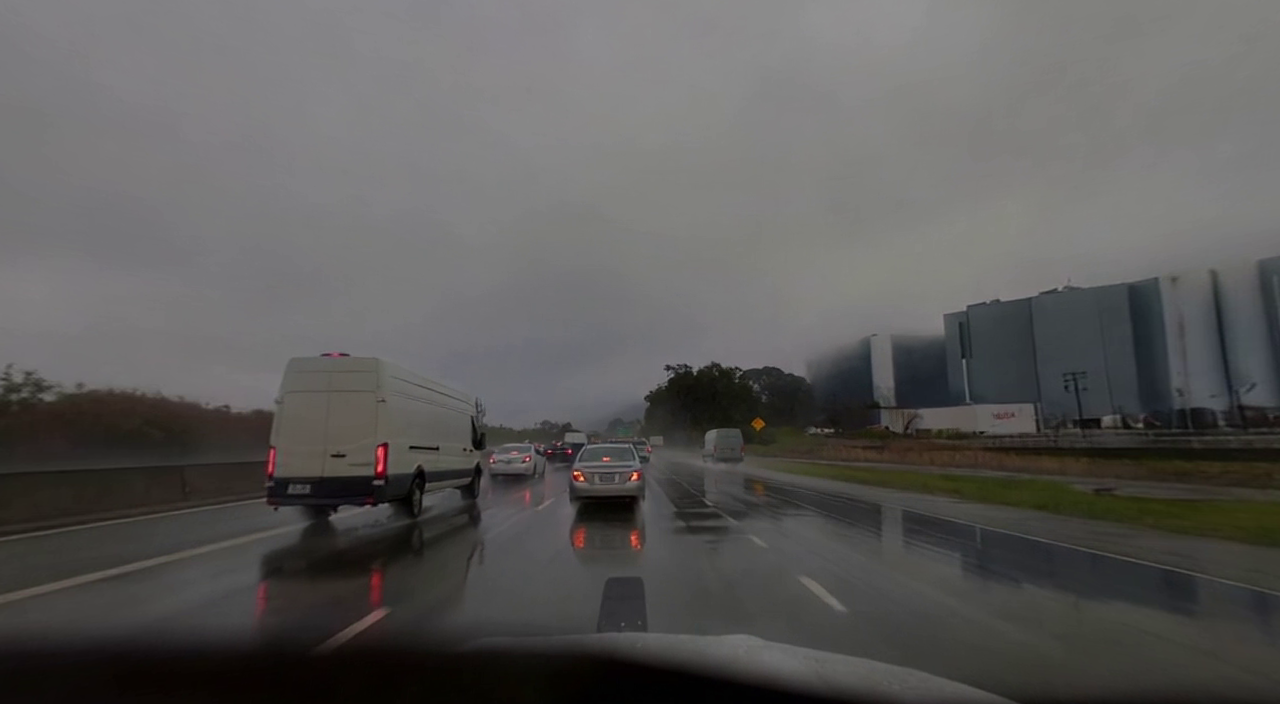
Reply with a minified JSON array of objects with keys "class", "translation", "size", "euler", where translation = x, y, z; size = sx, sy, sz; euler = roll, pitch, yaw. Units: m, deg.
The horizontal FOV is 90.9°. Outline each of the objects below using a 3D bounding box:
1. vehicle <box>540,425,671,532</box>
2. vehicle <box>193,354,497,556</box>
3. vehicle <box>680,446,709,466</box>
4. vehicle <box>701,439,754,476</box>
[{"class":"vehicle","translation":[-0.552,2.330,12.070],"size":[2.093,1.695,3.782],"euler":[0,-9,0]},{"class":"vehicle","translation":[-4.604,1.849,11.668],"size":[2.248,2.626,6.837],"euler":[0,-9,0]},{"class":"vehicle","translation":[4.170,8.068,48.883],"size":[1.874,1.512,3.723],"euler":[0,-9,0]},{"class":"vehicle","translation":[4.322,5.298,31.770],"size":[2.003,1.754,4.134],"euler":[0,-9,0]}]
